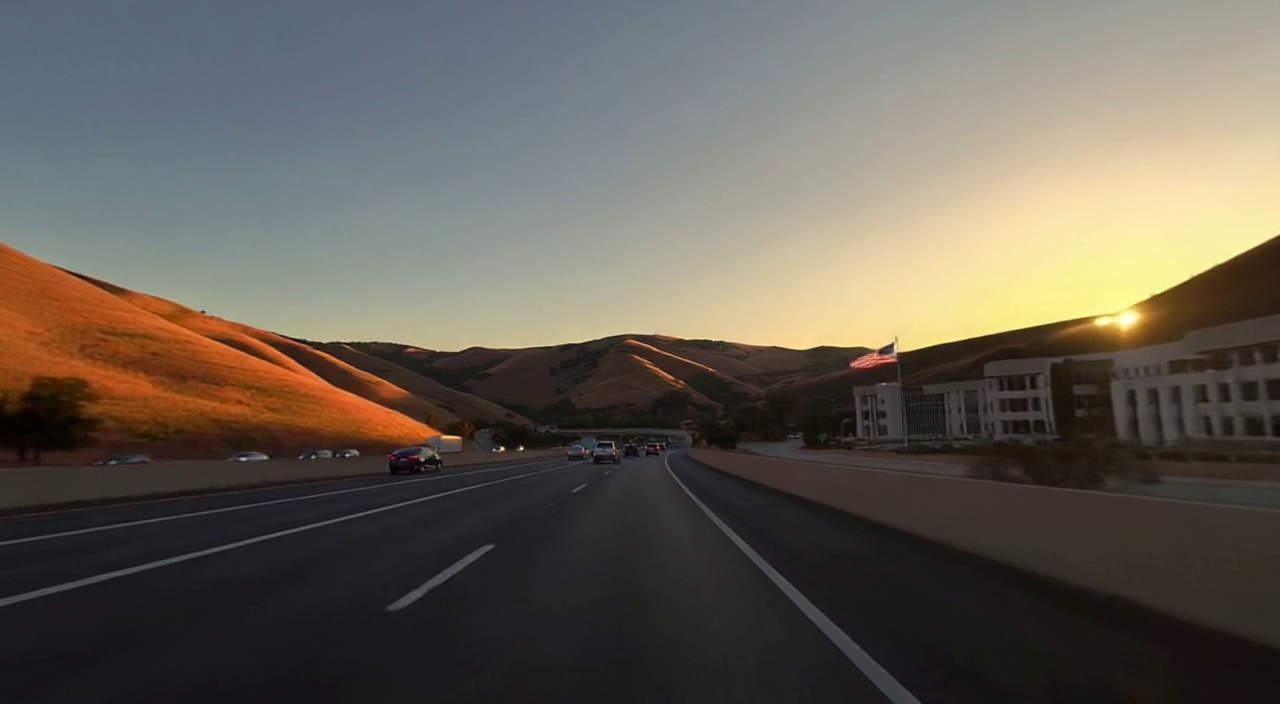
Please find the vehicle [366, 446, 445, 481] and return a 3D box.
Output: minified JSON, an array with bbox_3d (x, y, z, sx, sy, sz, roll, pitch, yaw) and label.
[{"bbox_3d":[-10.943,5.211,29.819,1.927,1.454,4.395,-1,-8,2],"label":"vehicle"}]
